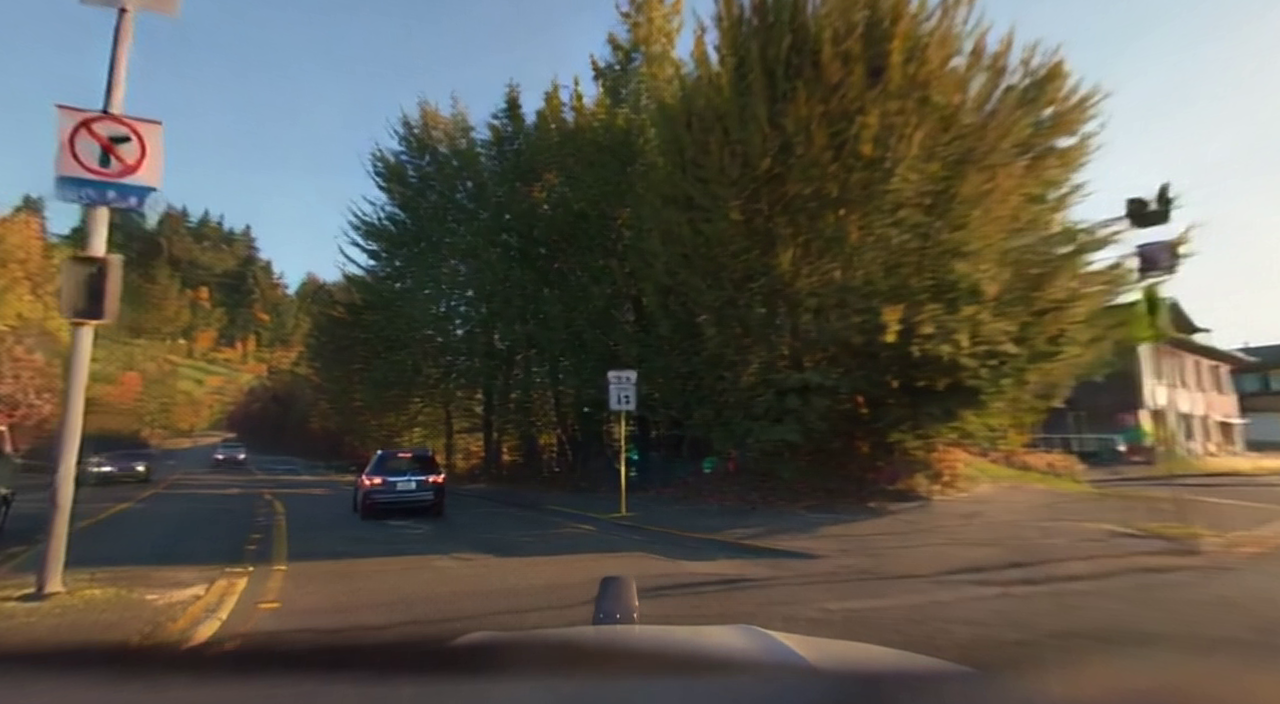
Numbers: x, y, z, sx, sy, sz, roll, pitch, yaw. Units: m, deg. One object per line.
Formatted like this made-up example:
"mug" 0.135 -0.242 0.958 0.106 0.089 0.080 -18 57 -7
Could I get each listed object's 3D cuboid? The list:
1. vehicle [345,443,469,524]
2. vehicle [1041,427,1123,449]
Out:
"vehicle" -5.350 2.850 14.098 2.014 1.525 3.670 4 -10 -29
"vehicle" 32.667 6.420 46.470 1.803 1.526 4.529 4 -10 -30
